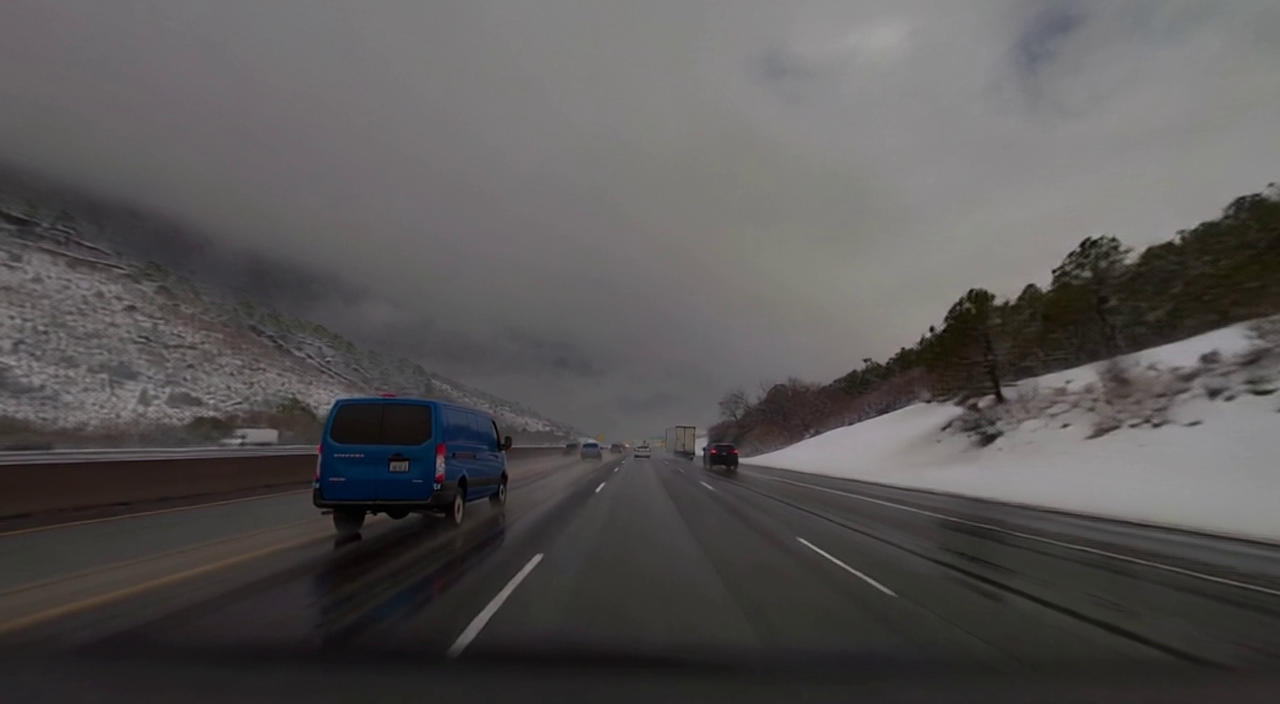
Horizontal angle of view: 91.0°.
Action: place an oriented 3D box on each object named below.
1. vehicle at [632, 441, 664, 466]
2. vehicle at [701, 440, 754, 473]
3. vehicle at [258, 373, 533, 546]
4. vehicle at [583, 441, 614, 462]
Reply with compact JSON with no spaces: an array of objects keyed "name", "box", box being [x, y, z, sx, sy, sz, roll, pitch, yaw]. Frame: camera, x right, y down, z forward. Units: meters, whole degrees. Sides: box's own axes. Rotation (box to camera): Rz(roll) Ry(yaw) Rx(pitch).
[{"name":"vehicle","box":[0.517,6.805,42.217,2.014,1.543,3.804,0,-9,0]},{"name":"vehicle","box":[4.442,5.392,32.612,2.051,1.598,4.145,0,-9,-1]},{"name":"vehicle","box":[-3.637,1.821,11.065,2.421,2.203,5.775,0,-9,1]},{"name":"vehicle","box":[-3.143,7.669,48.567,2.138,1.581,4.340,0,-9,0]}]
